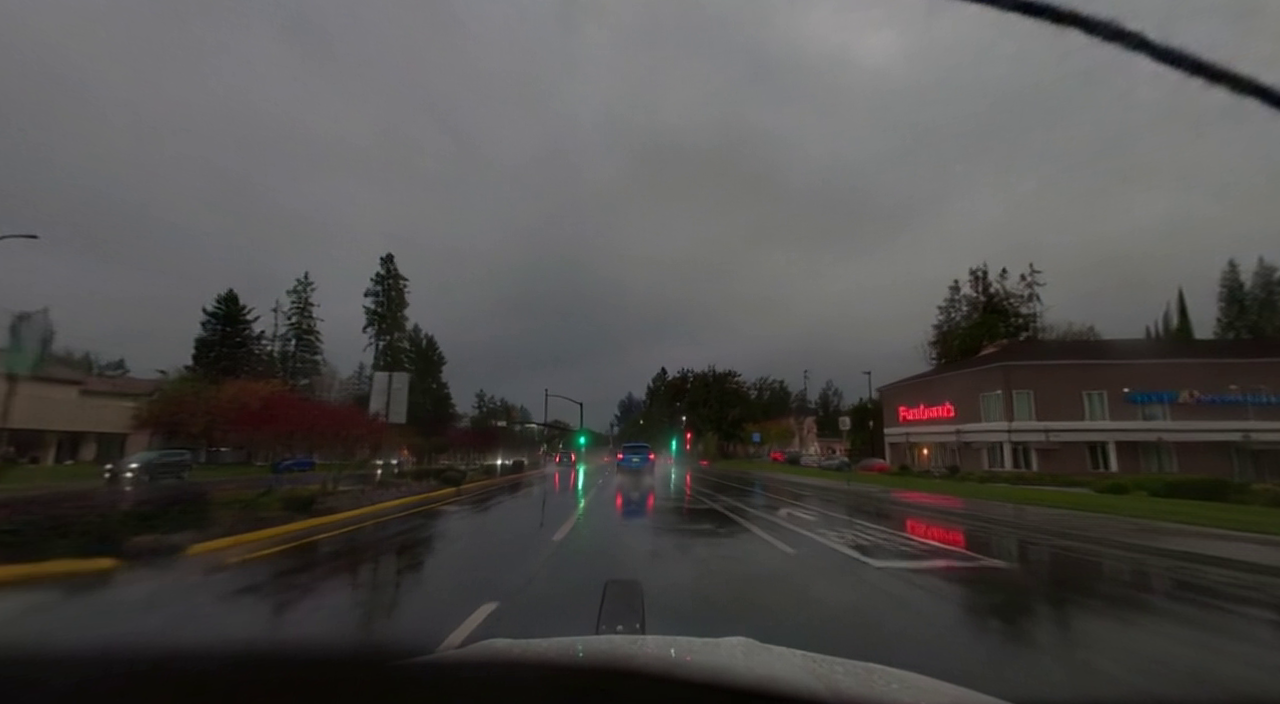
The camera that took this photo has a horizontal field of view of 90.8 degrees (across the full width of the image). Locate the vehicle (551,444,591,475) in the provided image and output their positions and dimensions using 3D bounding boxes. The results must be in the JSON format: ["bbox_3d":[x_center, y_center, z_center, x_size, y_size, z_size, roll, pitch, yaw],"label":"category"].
[{"bbox_3d":[-4.466,7.038,41.657,2.202,1.856,4.516,0,-8,-1],"label":"vehicle"}]

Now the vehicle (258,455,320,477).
[{"bbox_3d":[-26.851,8.726,48.516,1.955,1.540,5.041,0,-9,-1],"label":"vehicle"}]

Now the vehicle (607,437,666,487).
[{"bbox_3d":[-0.197,4.640,27.093,2.273,1.909,5.075,0,-9,-1],"label":"vehicle"}]

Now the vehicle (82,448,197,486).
[{"bbox_3d":[-26.217,6.012,33.390,2.111,1.839,4.932,0,-9,-2],"label":"vehicle"}]
